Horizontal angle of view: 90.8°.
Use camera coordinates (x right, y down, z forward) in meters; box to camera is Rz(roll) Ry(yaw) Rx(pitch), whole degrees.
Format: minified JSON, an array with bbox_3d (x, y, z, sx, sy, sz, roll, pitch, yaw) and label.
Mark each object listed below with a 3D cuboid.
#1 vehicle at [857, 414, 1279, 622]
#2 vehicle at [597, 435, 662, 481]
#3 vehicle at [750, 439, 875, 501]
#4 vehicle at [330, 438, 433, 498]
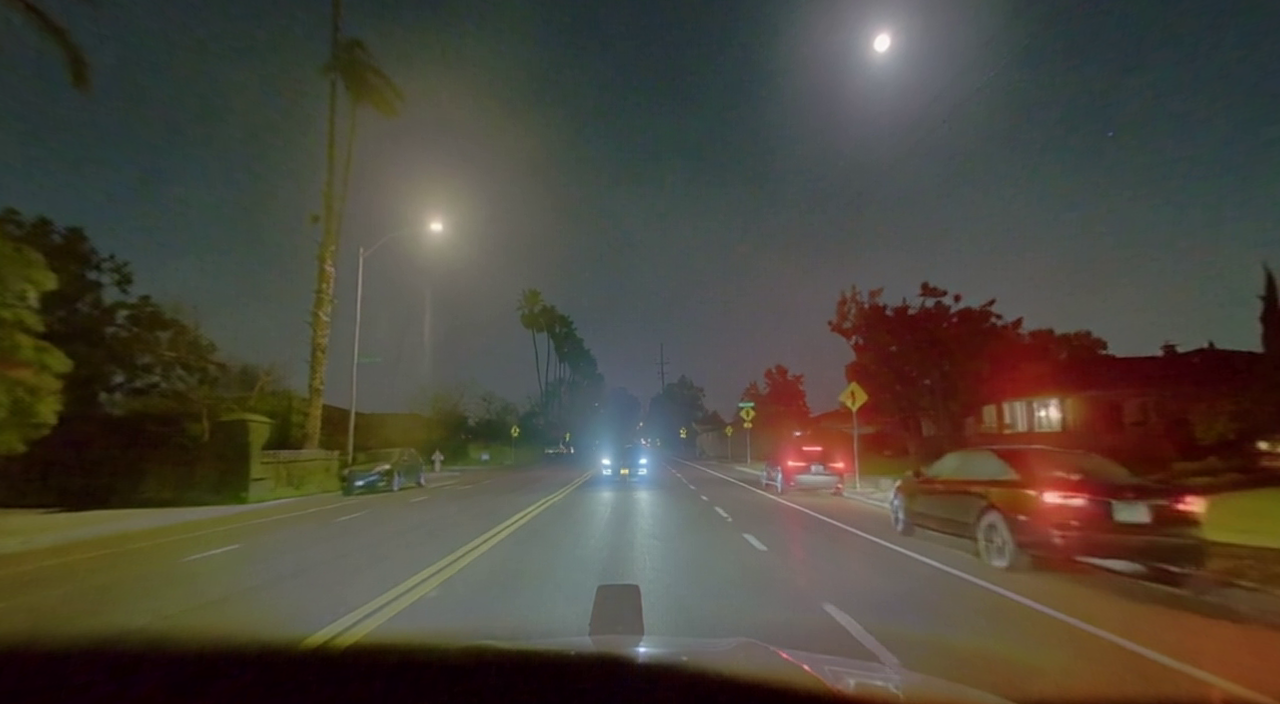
[{"bbox_3d":[4.570,1.734,7.833,2.017,1.646,5.389,0,-9,2],"label":"vehicle"},{"bbox_3d":[-0.408,3.751,22.604,2.098,1.483,4.099,0,-8,-2],"label":"vehicle"},{"bbox_3d":[4.698,3.295,18.198,2.013,1.501,5.235,0,-8,-1],"label":"vehicle"},{"bbox_3d":[-8.804,3.923,21.921,1.945,1.666,4.107,-3,-6,-2],"label":"vehicle"}]
